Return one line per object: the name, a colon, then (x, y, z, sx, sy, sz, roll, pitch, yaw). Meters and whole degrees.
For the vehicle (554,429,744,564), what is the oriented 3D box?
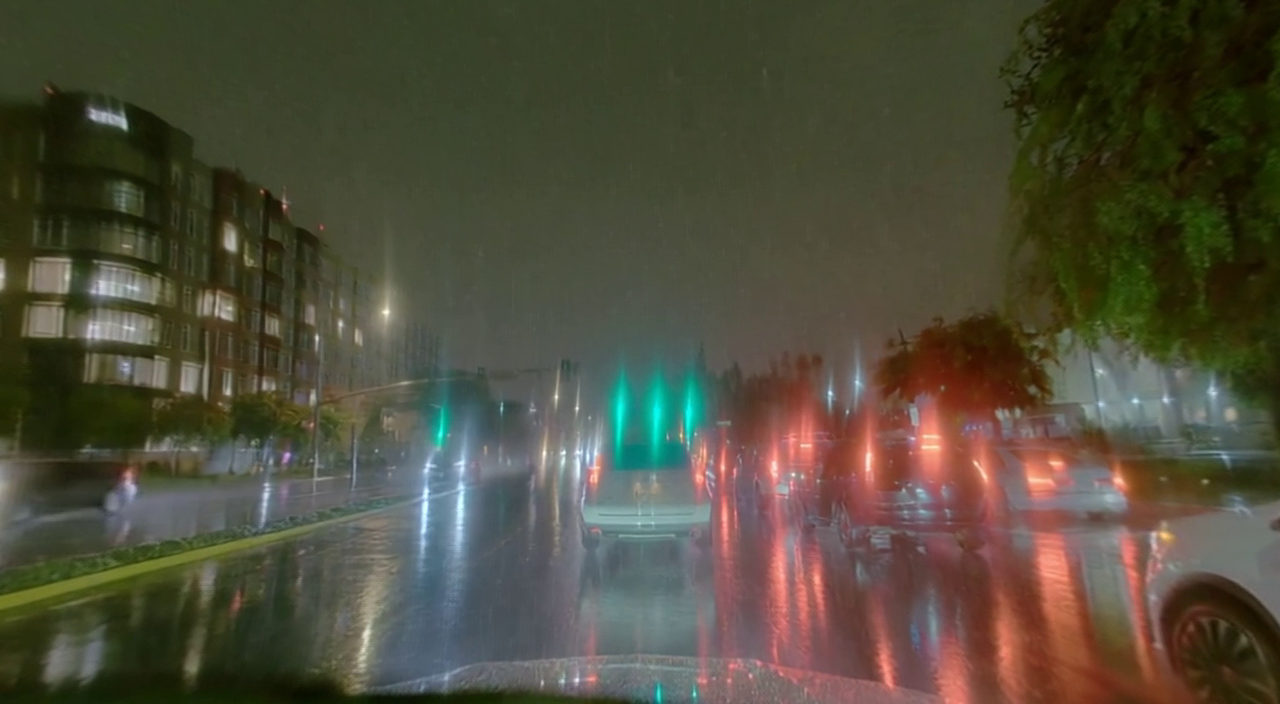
vehicle: (0.061, 1.906, 9.126, 2.105, 1.474, 4.127, 0, -8, -1)

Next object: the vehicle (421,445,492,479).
vehicle: (-9.100, 5.454, 31.729, 2.000, 1.519, 4.964, 0, -8, 1)

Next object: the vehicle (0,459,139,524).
vehicle: (-16.115, 3.634, 16.815, 1.848, 1.447, 4.501, 0, -8, 0)

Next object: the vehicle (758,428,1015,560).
vehicle: (3.258, 1.961, 9.548, 1.995, 1.483, 4.533, 0, -8, -1)

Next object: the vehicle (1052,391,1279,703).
vehicle: (3.218, 0.709, 1.014, 1.982, 1.491, 4.664, 0, -8, 0)
